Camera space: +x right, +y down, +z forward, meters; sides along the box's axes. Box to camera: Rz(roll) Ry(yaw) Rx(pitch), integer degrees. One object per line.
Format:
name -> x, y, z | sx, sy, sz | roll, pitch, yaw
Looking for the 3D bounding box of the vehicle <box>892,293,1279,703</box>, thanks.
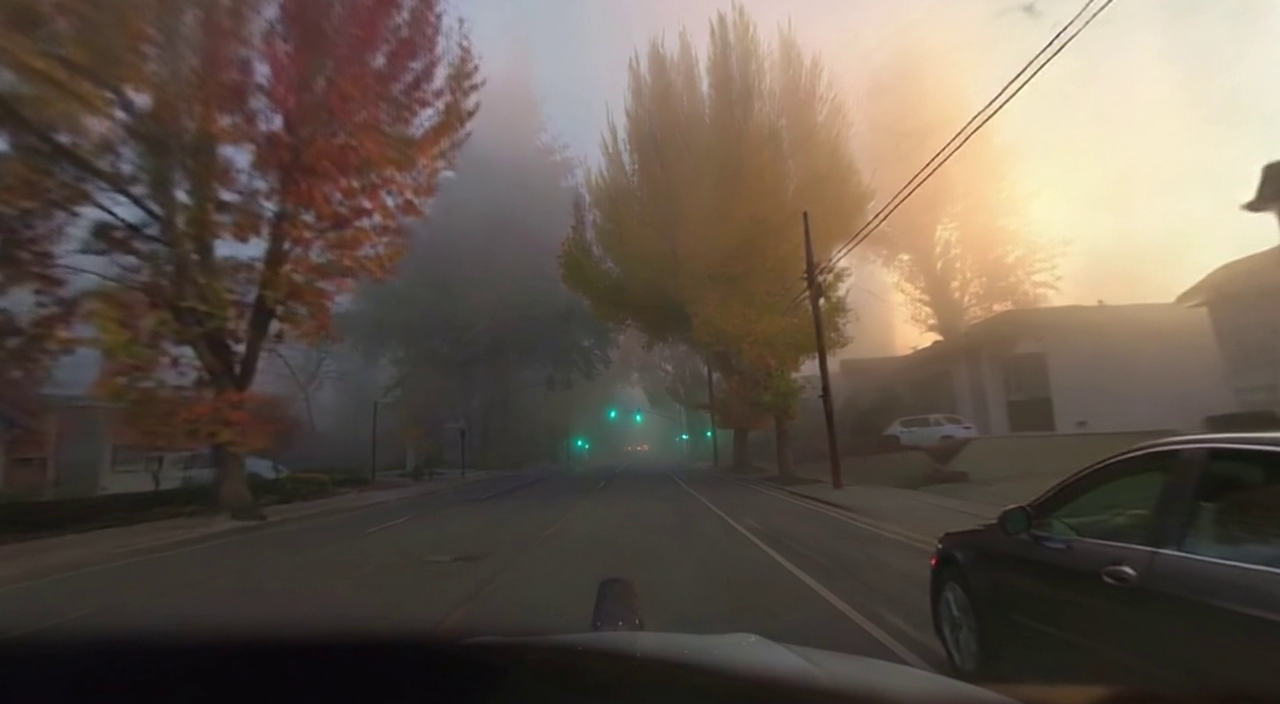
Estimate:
vehicle -> 3.001, 0.770, 2.148 | 2.224, 1.791, 4.834 | 0, -9, -1
